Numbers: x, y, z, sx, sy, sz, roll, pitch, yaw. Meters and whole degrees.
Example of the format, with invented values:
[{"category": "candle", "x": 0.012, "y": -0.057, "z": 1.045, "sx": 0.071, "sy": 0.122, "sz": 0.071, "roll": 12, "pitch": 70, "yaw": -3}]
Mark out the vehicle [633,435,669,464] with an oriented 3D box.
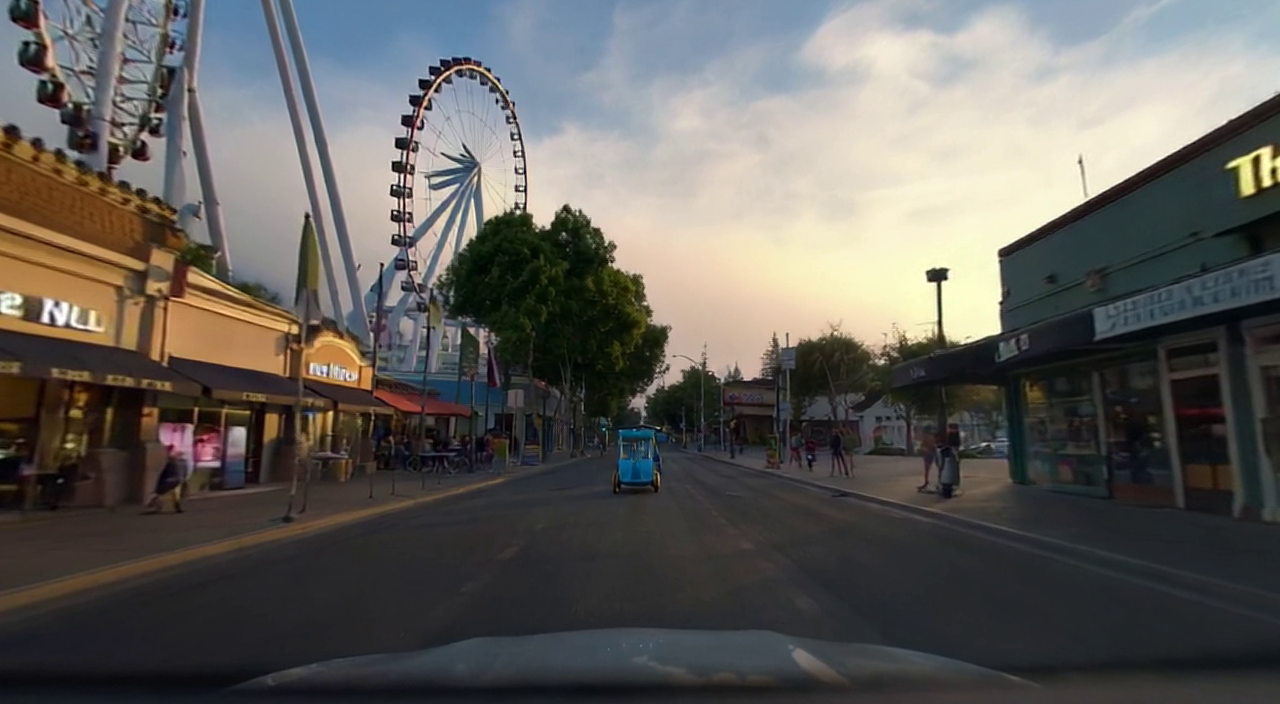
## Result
[{"category": "vehicle", "x": 0.706, "y": 6.447, "z": 41.621, "sx": 2.221, "sy": 1.773, "sz": 4.228, "roll": 0, "pitch": -9, "yaw": 1}]
